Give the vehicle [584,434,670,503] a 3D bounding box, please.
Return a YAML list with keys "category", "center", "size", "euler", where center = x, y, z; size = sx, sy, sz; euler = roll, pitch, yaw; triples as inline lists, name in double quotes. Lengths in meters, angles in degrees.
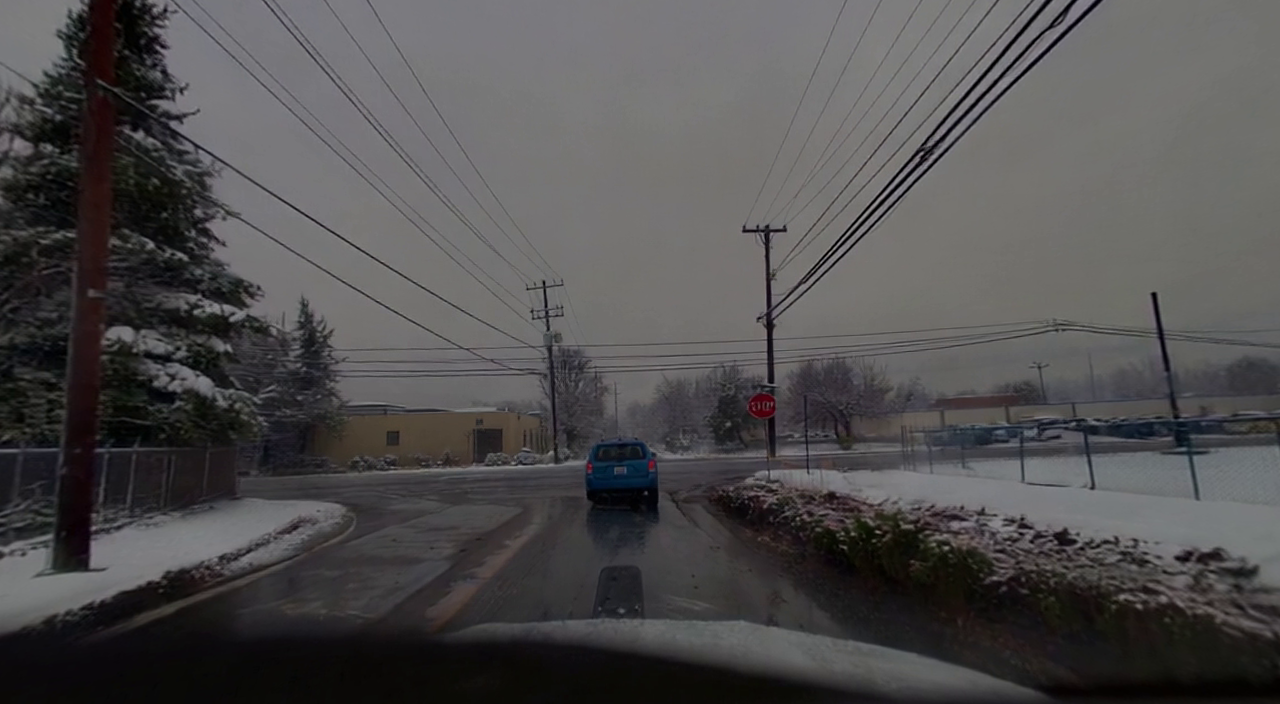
- category: "vehicle"
  center: [-0.446, 3.211, 17.929]
  size: [2.137, 1.698, 4.166]
  euler: [0, -8, -3]
